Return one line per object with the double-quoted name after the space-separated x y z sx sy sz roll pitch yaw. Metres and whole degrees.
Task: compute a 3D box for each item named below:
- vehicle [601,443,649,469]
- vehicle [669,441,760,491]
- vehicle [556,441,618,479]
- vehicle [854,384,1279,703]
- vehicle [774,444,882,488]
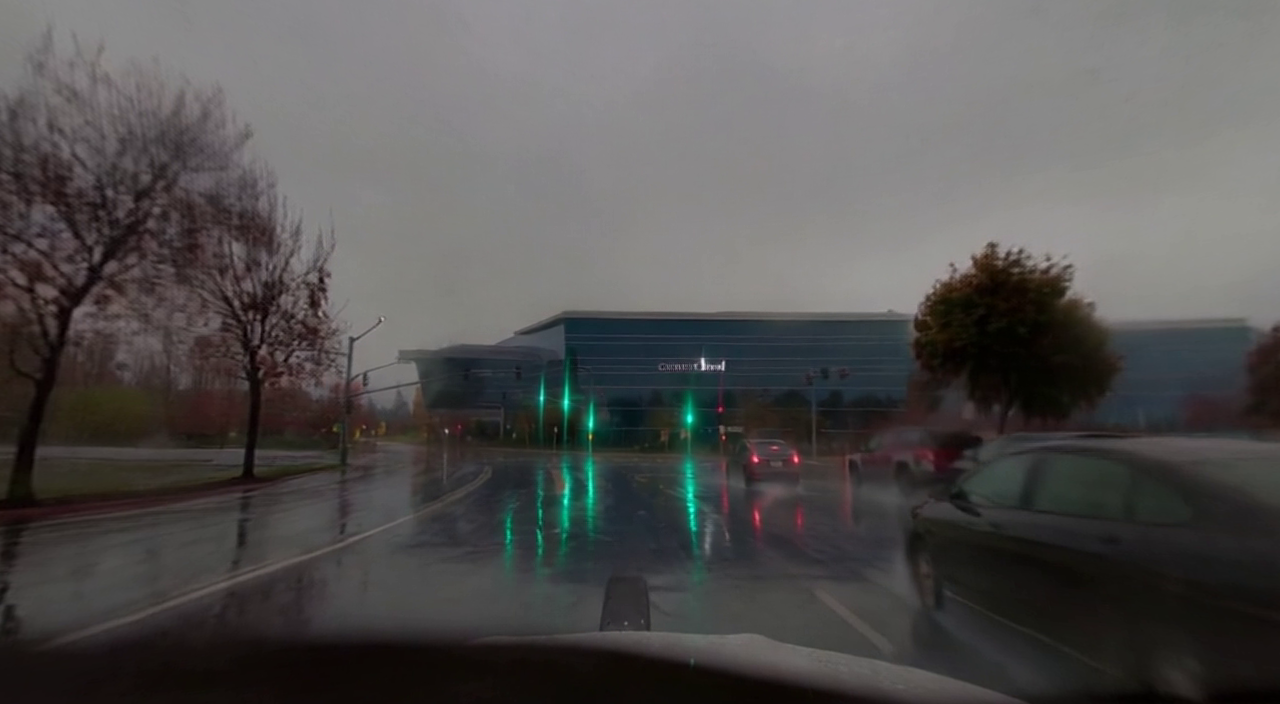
-0.970 6.297 38.235 1.957 1.463 4.701 2 -9 -13 "vehicle"
2.324 3.739 21.044 1.984 1.476 4.488 1 -9 -7 "vehicle"
-2.540 4.893 28.875 2.308 1.535 4.811 2 -9 -11 "vehicle"
3.144 1.112 3.708 2.280 1.472 4.426 0 -8 1 "vehicle"
6.618 4.057 22.821 1.903 1.432 4.514 2 -9 -10 "vehicle"
